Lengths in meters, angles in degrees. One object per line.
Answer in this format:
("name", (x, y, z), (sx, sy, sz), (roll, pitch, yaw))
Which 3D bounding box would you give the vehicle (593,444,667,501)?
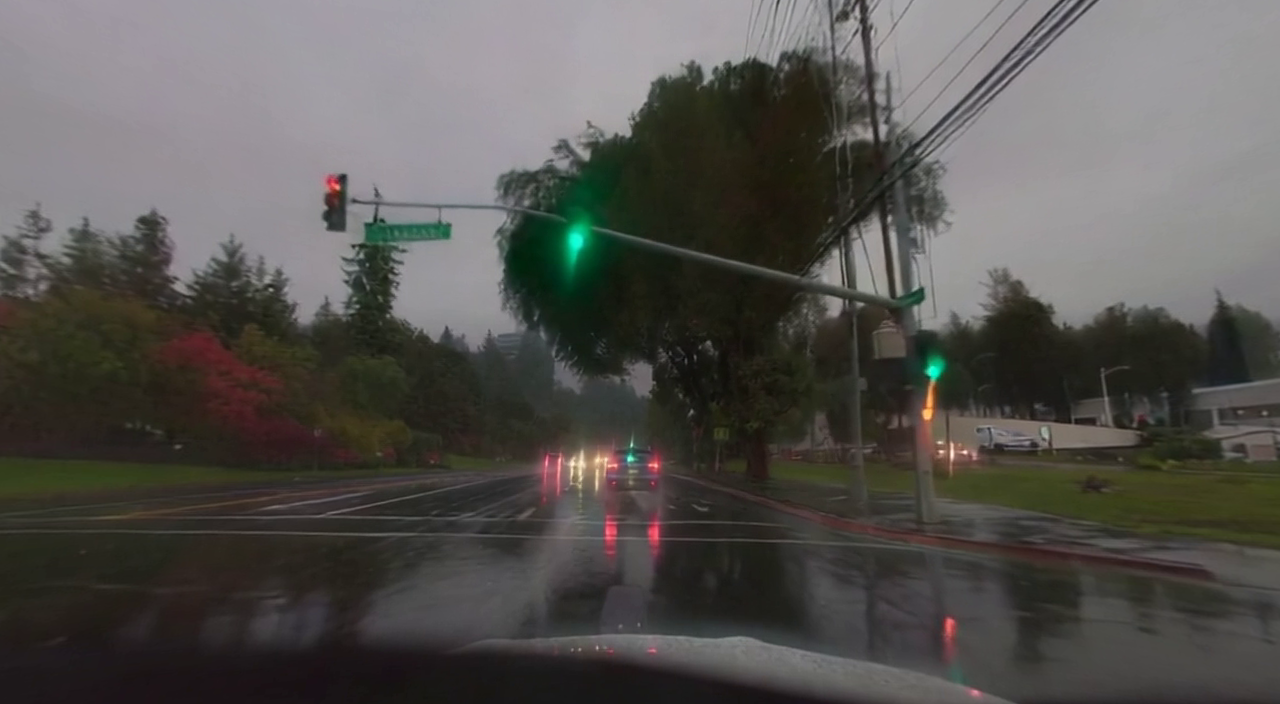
("vehicle", (-0.350, 3.813, 20.401), (2.156, 1.636, 3.923), (0, -9, -2))

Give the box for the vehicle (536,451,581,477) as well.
("vehicle", (-4.919, 6.813, 38.687), (2.153, 1.474, 4.284), (0, -9, 1))
